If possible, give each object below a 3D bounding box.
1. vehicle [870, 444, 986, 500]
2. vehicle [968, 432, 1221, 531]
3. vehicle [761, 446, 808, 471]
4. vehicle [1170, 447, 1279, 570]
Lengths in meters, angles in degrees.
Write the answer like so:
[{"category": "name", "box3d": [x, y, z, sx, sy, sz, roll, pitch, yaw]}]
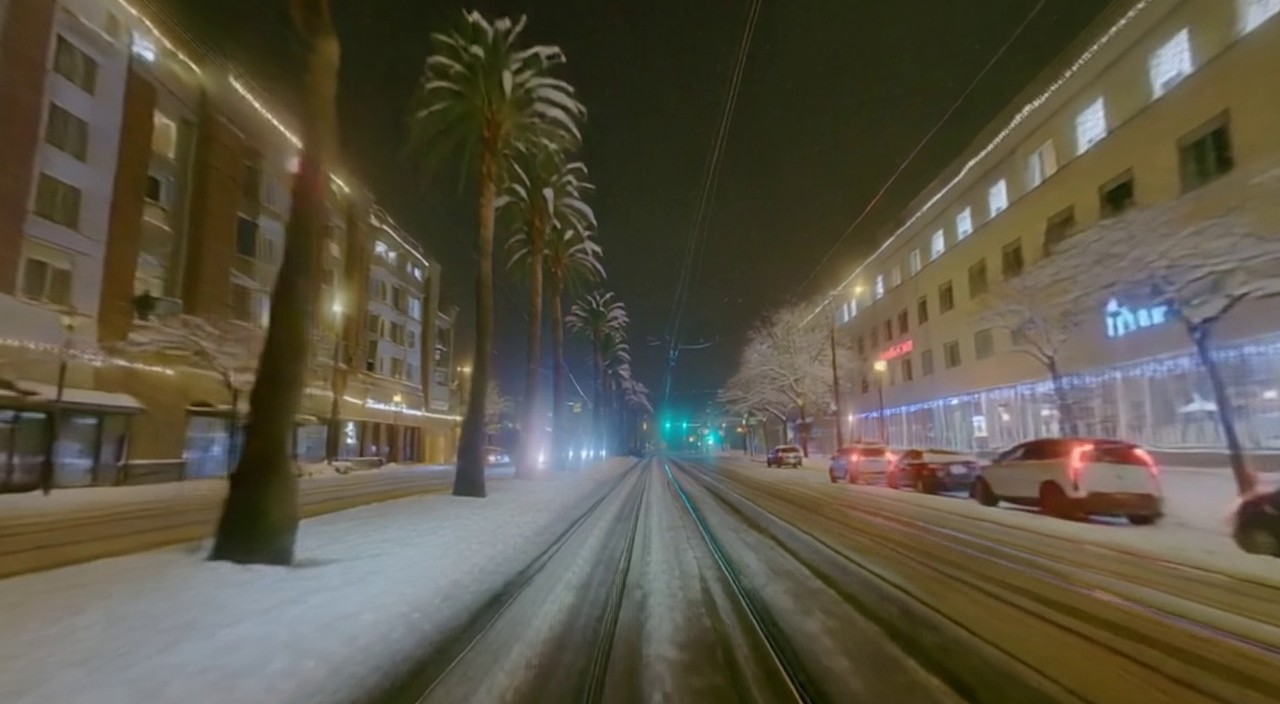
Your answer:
[{"category": "vehicle", "box3d": [8.519, 3.540, 19.049, 1.715, 1.500, 3.910, 0, -8, 1]}, {"category": "vehicle", "box3d": [8.728, 2.488, 12.725, 1.867, 1.627, 4.357, 0, -8, 1]}, {"category": "vehicle", "box3d": [9.245, 6.825, 40.692, 1.822, 1.494, 4.385, 0, -8, -2]}, {"category": "vehicle", "box3d": [8.596, 1.797, 6.950, 1.733, 1.468, 4.326, 0, -8, 0]}]
